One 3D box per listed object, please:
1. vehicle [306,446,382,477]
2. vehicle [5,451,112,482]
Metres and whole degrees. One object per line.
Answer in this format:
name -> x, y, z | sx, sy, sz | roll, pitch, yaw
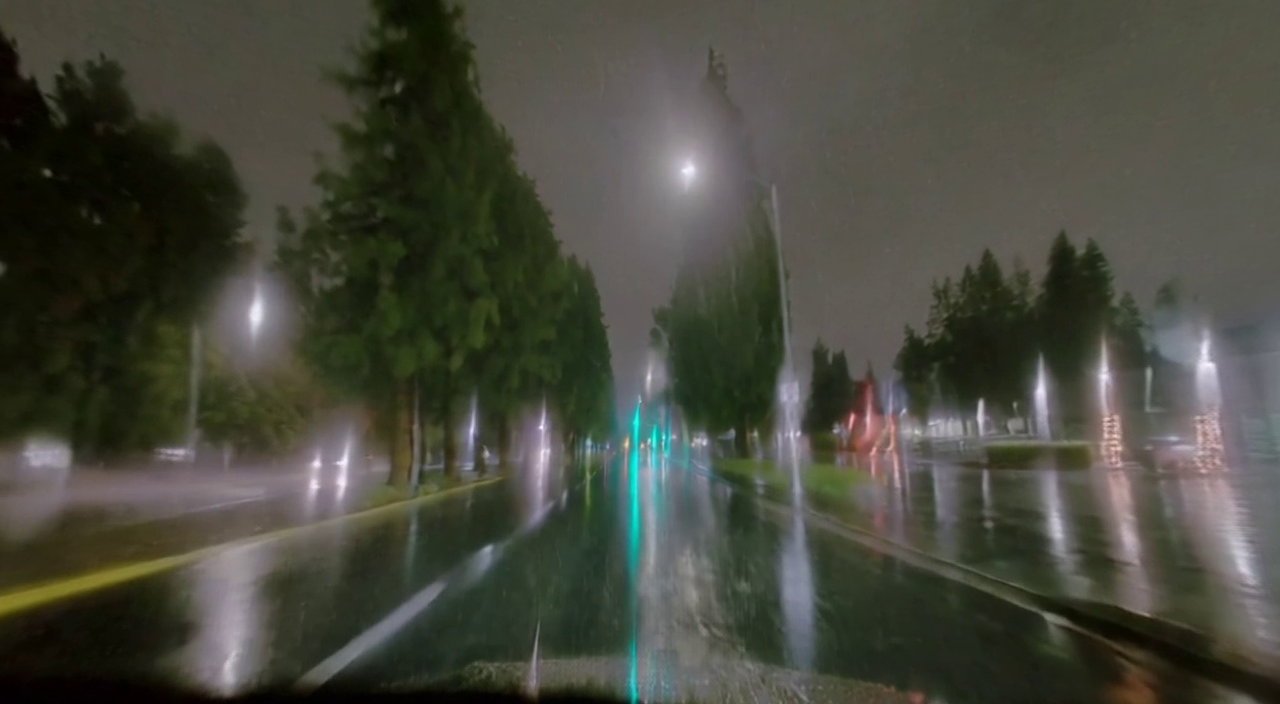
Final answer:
vehicle -> -15.669, 5.788, 33.598 | 1.862, 1.507, 4.424 | 0, -9, 0
vehicle -> -34.558, 6.791, 37.481 | 4.423, 1.705, 1.772 | 0, -9, -1
